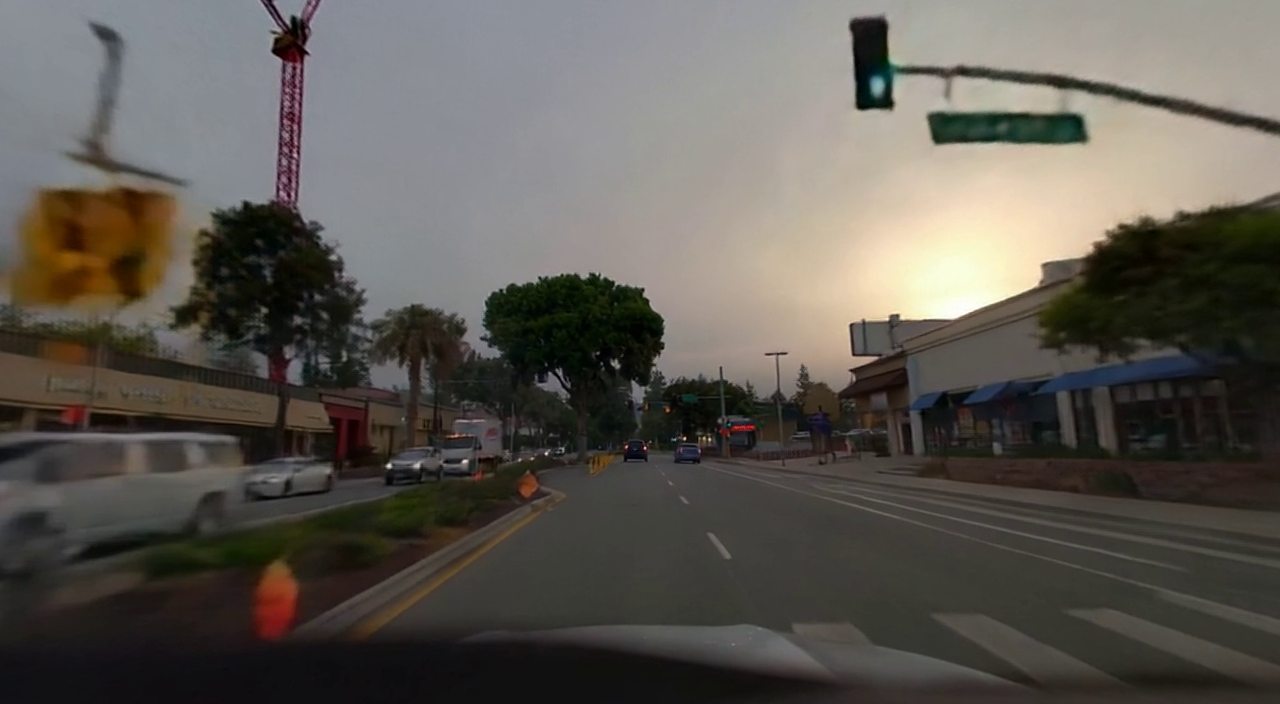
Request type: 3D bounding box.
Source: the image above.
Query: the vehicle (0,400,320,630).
[{"bbox_3d":[-5.709,1.578,7.057,1.983,1.715,4.466,-2,-8,0],"label":"vehicle"}]

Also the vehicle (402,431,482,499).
[{"bbox_3d":[-5.984,3.377,19.434,2.058,1.751,4.502,0,-8,-15],"label":"vehicle"}]

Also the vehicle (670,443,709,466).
[{"bbox_3d":[3.802,8.030,49.671,2.427,1.665,5.593,0,-9,-2],"label":"vehicle"}]

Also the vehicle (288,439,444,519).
[{"bbox_3d":[-5.894,2.742,14.243,1.901,1.498,4.359,1,-9,-5],"label":"vehicle"}]
